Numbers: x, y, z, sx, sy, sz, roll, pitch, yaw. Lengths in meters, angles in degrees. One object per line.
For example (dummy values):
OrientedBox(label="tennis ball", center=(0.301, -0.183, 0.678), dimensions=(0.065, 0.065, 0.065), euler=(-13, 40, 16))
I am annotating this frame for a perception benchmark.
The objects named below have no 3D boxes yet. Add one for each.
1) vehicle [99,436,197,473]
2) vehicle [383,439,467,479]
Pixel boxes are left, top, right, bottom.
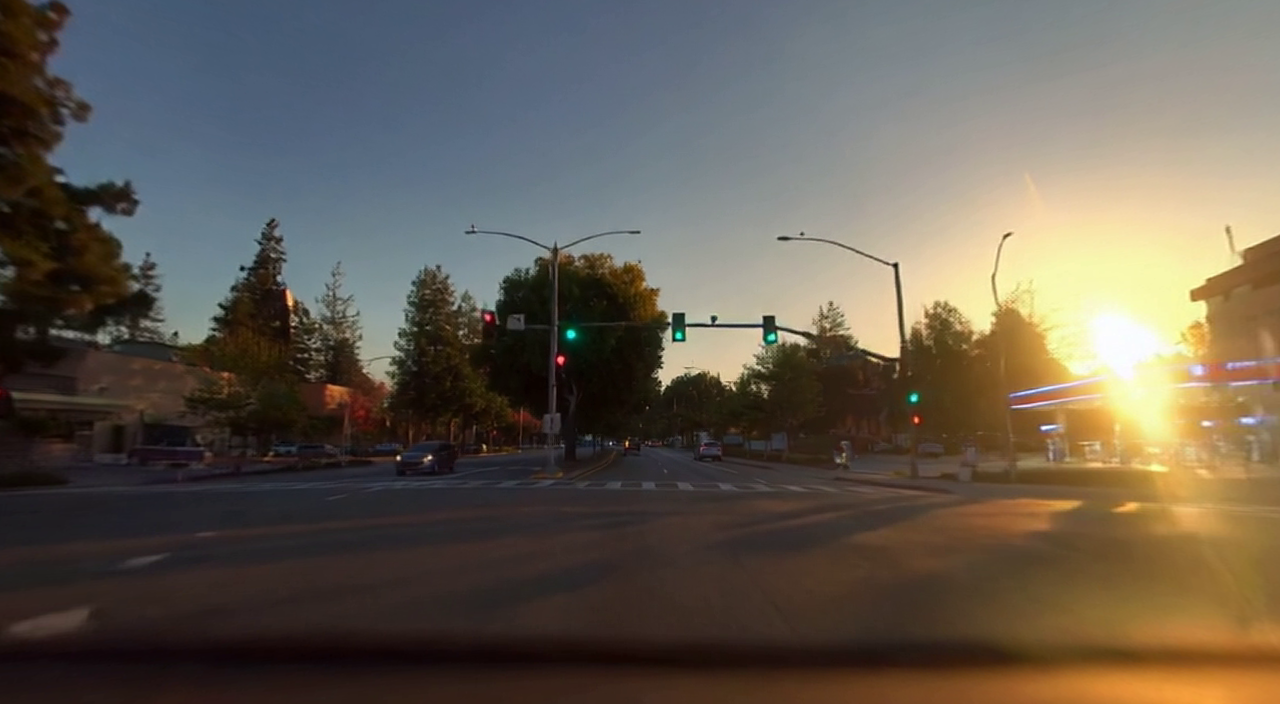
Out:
OrientedBox(label="vehicle", center=(-37.242, 7.741, 47.892), dimensions=(5.831, 2.624, 2.189), euler=(-1, -8, 8))
OrientedBox(label="vehicle", center=(-9.224, 4.613, 27.493), dimensions=(2.029, 1.452, 4.598), euler=(-3, -9, 1))
